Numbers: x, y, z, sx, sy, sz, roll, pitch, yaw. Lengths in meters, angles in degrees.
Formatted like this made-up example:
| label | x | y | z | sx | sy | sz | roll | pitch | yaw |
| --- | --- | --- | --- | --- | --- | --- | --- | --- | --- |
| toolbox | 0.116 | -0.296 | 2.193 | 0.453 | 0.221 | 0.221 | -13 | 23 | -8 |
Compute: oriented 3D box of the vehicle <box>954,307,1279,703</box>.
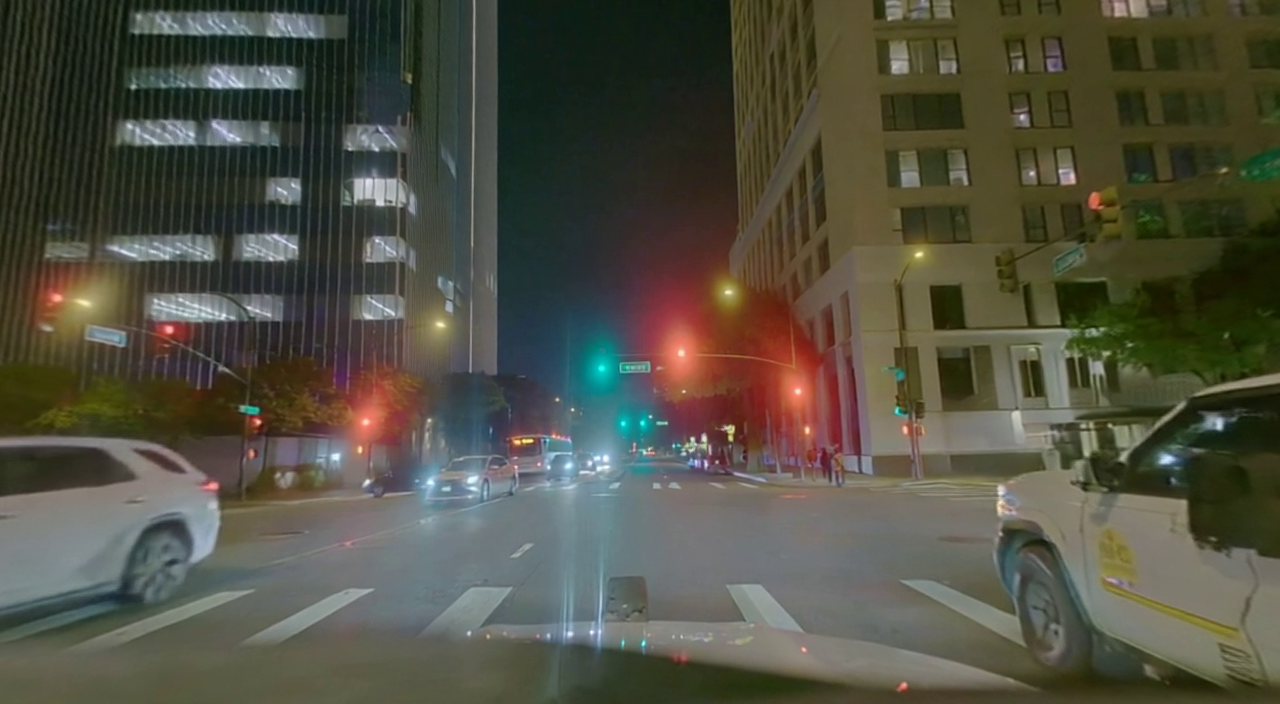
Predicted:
| label | x | y | z | sx | sy | sz | roll | pitch | yaw |
| --- | --- | --- | --- | --- | --- | --- | --- | --- | --- |
| vehicle | 3.278 | 0.714 | 1.756 | 2.118 | 1.848 | 5.426 | 0 | -8 | 2 |

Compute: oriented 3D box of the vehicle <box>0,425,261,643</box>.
| label | x | y | z | sx | sy | sz | roll | pitch | yaw |
| --- | --- | --- | --- | --- | --- | --- | --- | --- | --- |
| vehicle | -6.047 | 1.584 | 5.980 | 1.990 | 1.710 | 4.507 | 0 | -8 | 1 |

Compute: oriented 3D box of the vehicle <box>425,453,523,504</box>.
| label | x | y | z | sx | sy | sz | roll | pitch | yaw |
| --- | --- | --- | --- | --- | --- | --- | --- | --- | --- |
| vehicle | -5.478 | 4.222 | 21.519 | 1.956 | 1.457 | 4.958 | 0 | -8 | 1 |

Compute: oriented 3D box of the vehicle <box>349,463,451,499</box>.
| label | x | y | z | sx | sy | sz | roll | pitch | yaw |
| --- | --- | --- | --- | --- | --- | --- | --- | --- | --- |
| vehicle | -11.784 | 6.342 | 31.328 | 2.051 | 1.468 | 4.635 | -3 | -9 | 22 |

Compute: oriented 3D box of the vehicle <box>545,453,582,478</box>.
| label | x | y | z | sx | sy | sz | roll | pitch | yaw |
| --- | --- | --- | --- | --- | --- | --- | --- | --- | --- |
| vehicle | -5.357 | 8.022 | 44.635 | 1.997 | 1.610 | 4.144 | 0 | -8 | 2 |
